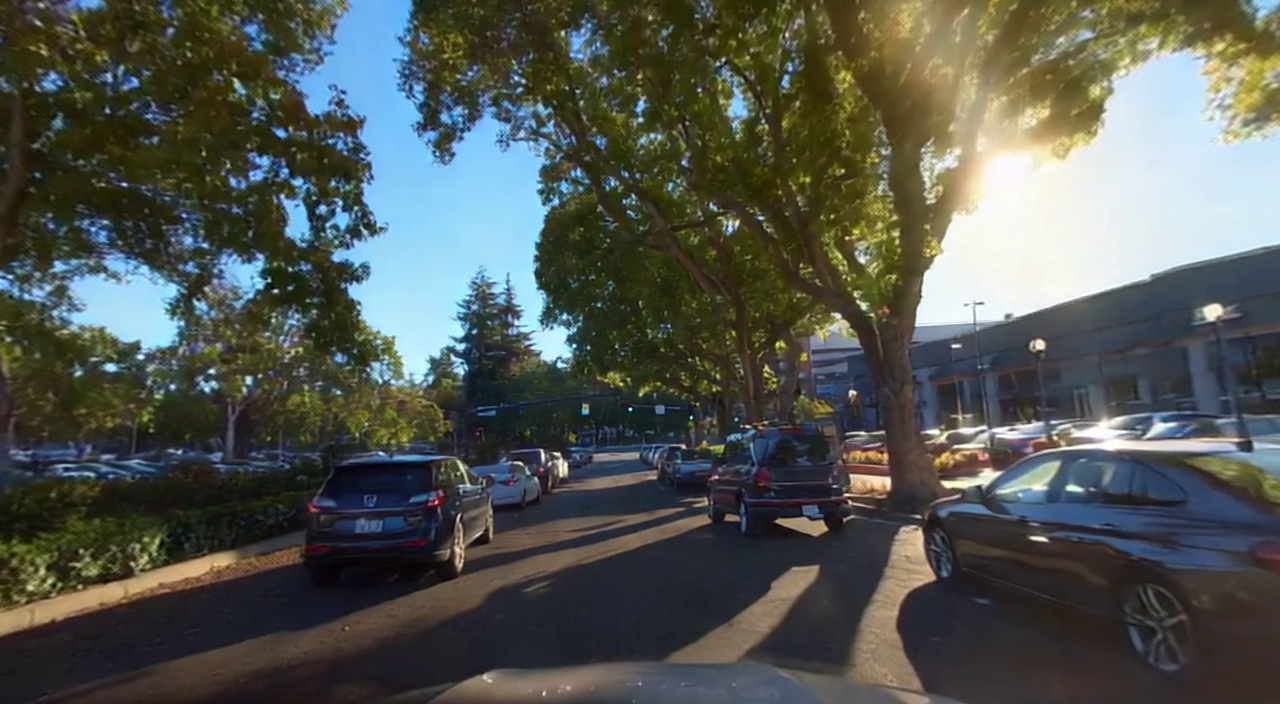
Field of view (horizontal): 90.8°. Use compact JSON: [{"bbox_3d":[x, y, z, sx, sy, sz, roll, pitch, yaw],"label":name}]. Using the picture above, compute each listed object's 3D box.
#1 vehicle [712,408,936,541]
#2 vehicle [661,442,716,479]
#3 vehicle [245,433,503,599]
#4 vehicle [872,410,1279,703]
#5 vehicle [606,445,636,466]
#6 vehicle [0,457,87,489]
[{"bbox_3d":[3.016,2.198,12.091,2.324,1.907,5.634,0,-8,-3],"label":"vehicle"},{"bbox_3d":[2.112,4.852,28.580,1.910,1.493,4.490,0,-8,-3],"label":"vehicle"},{"bbox_3d":[-2.928,1.833,8.092,1.968,1.497,4.286,1,-8,-8],"label":"vehicle"},{"bbox_3d":[3.704,1.315,4.847,1.904,1.494,4.864,0,-8,-1],"label":"vehicle"},{"bbox_3d":[-1.428,7.558,46.234,2.095,1.473,4.301,0,-8,-2],"label":"vehicle"},{"bbox_3d":[-32.305,6.479,34.095,4.127,1.583,1.978,-4,-9,24],"label":"vehicle"}]
